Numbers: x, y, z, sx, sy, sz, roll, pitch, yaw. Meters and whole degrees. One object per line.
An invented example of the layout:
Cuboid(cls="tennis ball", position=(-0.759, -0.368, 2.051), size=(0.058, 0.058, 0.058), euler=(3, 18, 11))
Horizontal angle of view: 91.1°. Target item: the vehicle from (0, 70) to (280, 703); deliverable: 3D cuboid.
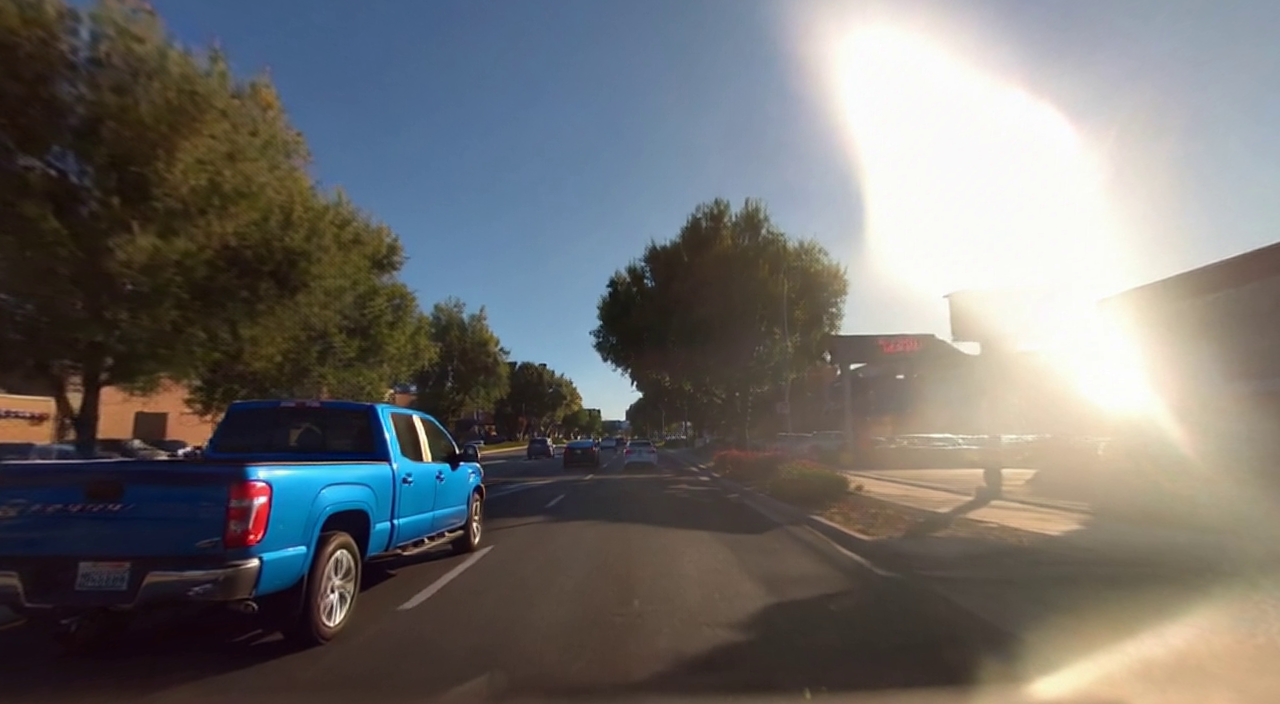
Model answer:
Cuboid(cls="vehicle", position=(-3.506, 0.177, 0.884), size=(2.733, 2.495, 5.037), euler=(-1, -8, 3))

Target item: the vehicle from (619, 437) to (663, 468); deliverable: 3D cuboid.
Cuboid(cls="vehicle", position=(0.045, 5.311, 33.452), size=(2.191, 1.530, 4.470), euler=(0, -8, 0))

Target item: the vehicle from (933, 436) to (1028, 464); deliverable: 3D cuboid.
Cuboid(cls="vehicle", position=(20.620, 5.919, 38.064), size=(4.836, 1.567, 2.051), euler=(-5, -10, 31))

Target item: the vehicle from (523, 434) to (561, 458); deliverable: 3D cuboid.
Cuboid(cls="vehicle", position=(-7.721, 7.471, 49.988), size=(2.146, 1.788, 5.153), euler=(0, -8, 0))

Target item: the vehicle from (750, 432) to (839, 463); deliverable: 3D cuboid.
Cuboid(cls="vehicle", position=(9.453, 5.816, 38.329), size=(5.109, 1.735, 1.997), euler=(4, -9, -25))
